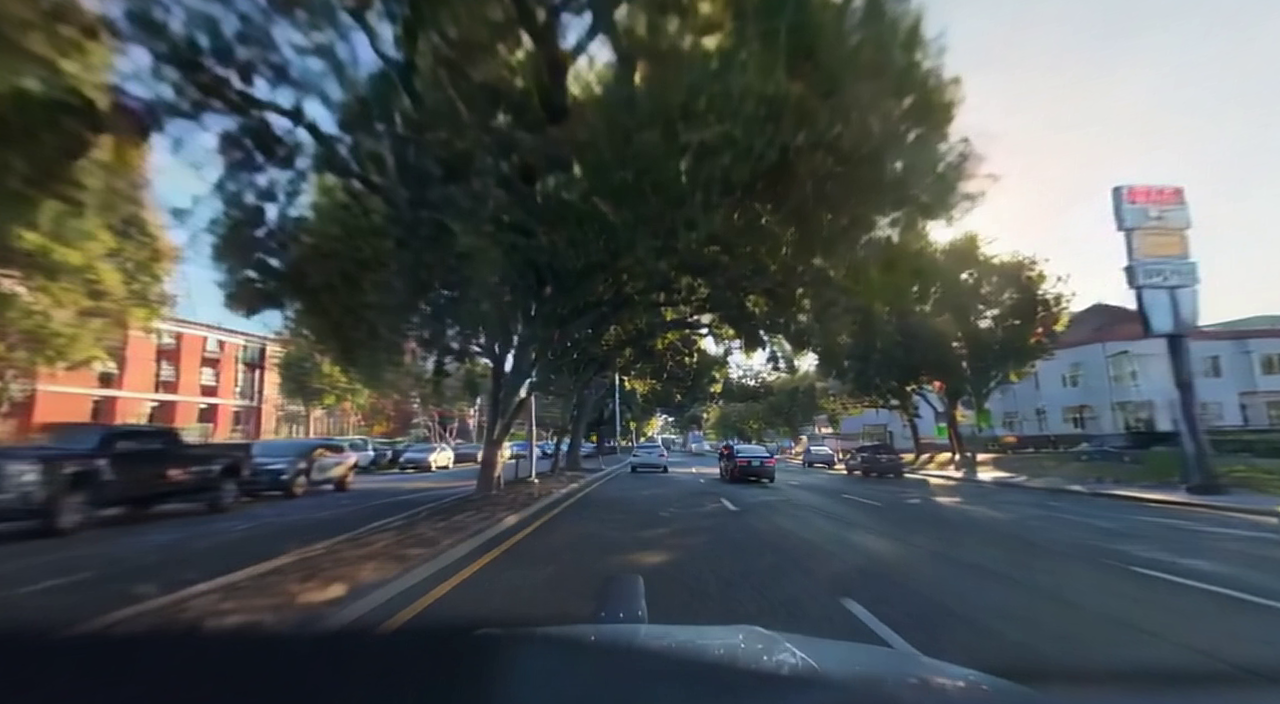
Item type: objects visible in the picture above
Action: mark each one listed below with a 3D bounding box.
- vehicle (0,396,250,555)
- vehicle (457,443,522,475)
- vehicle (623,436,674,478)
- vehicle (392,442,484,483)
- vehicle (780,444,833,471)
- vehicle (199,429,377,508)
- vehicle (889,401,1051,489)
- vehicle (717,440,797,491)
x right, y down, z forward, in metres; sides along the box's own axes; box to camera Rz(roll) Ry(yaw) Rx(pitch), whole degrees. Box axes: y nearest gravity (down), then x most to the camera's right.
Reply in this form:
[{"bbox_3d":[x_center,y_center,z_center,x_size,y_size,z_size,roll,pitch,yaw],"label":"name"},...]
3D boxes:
[{"bbox_3d":[-8.490,1.682,8.935,2.218,1.819,5.732,0,-9,1],"label":"vehicle"},{"bbox_3d":[-7.465,5.362,31.893,2.007,1.443,4.447,0,-9,3],"label":"vehicle"},{"bbox_3d":[0.440,4.650,28.202,2.101,1.694,3.979,0,-9,3],"label":"vehicle"},{"bbox_3d":[-7.860,4.343,25.093,1.992,1.465,4.458,-1,-9,3],"label":"vehicle"},{"bbox_3d":[9.419,5.992,36.098,1.860,1.475,4.488,0,-9,1],"label":"vehicle"},{"bbox_3d":[-8.742,2.921,16.275,1.934,1.713,4.441,0,-9,1],"label":"vehicle"},{"bbox_3d":[12.098,3.532,23.989,2.790,2.897,6.326,0,-9,2],"label":"vehicle"},{"bbox_3d":[3.700,3.646,20.647,1.852,1.498,3.825,0,-9,0],"label":"vehicle"}]
